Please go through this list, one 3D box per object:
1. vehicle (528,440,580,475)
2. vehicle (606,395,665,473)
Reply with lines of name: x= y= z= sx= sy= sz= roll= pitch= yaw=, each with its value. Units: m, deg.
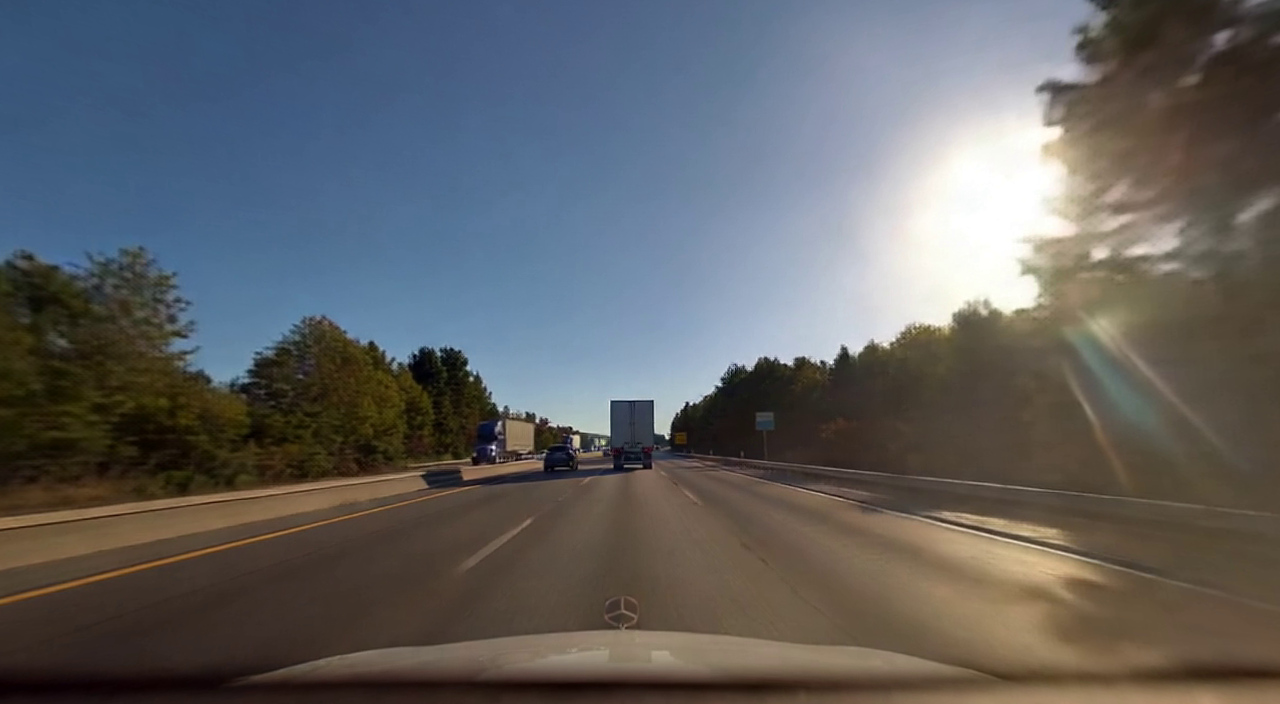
vehicle: x=-4.331 y=5.412 z=32.308 sx=2.112 sy=1.645 sz=4.129 roll=0 pitch=-9 yaw=0
vehicle: x=-0.288 y=5.123 z=38.448 sx=3.100 sy=4.091 sz=10.664 roll=0 pitch=-9 yaw=-1
